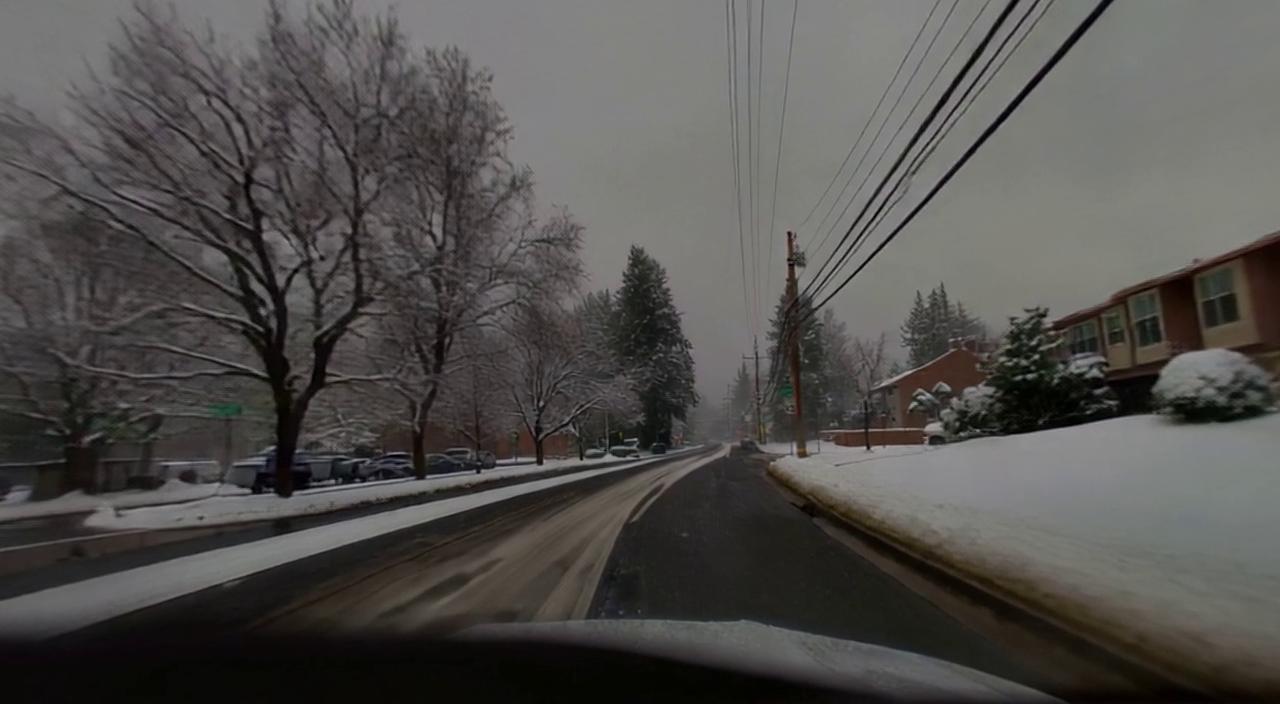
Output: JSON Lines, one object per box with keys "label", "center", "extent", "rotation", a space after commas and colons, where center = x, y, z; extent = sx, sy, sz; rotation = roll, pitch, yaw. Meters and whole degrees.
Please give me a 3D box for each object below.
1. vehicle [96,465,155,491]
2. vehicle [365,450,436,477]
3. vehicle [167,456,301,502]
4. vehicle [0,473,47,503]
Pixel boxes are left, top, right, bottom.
{"label": "vehicle", "center": [-35.367, 8.594, 43.408], "extent": [4.478, 1.533, 2.018], "rotation": [-7, -11, 37]}
{"label": "vehicle", "center": [-15.306, 7.151, 40.540], "extent": [4.123, 1.603, 1.906], "rotation": [3, -9, -18]}
{"label": "vehicle", "center": [-17.417, 5.443, 27.415], "extent": [4.675, 1.442, 1.906], "rotation": [-1, -8, -25]}
{"label": "vehicle", "center": [-37.853, 8.134, 37.987], "extent": [4.305, 1.465, 1.903], "rotation": [-5, -10, 30]}
